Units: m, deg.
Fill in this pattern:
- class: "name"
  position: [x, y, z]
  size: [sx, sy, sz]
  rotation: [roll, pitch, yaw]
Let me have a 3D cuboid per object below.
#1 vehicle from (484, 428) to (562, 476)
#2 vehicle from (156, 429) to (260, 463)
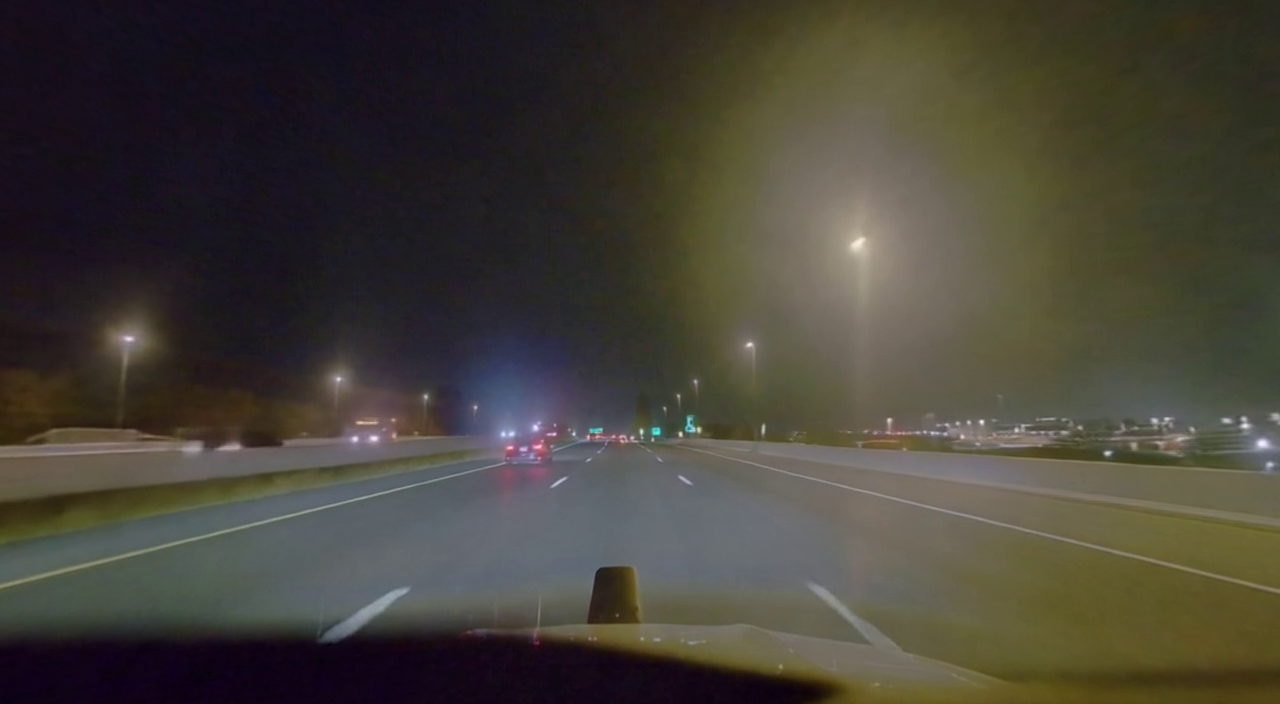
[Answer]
- class: "vehicle"
  position: [-4.179, 3.630, 23.237]
  size: [2.062, 1.591, 4.156]
  rotation: [0, -8, 0]
- class: "vehicle"
  position: [-20.002, 4.356, 29.456]
  size: [1.799, 1.449, 4.453]
  rotation: [0, -8, -2]
